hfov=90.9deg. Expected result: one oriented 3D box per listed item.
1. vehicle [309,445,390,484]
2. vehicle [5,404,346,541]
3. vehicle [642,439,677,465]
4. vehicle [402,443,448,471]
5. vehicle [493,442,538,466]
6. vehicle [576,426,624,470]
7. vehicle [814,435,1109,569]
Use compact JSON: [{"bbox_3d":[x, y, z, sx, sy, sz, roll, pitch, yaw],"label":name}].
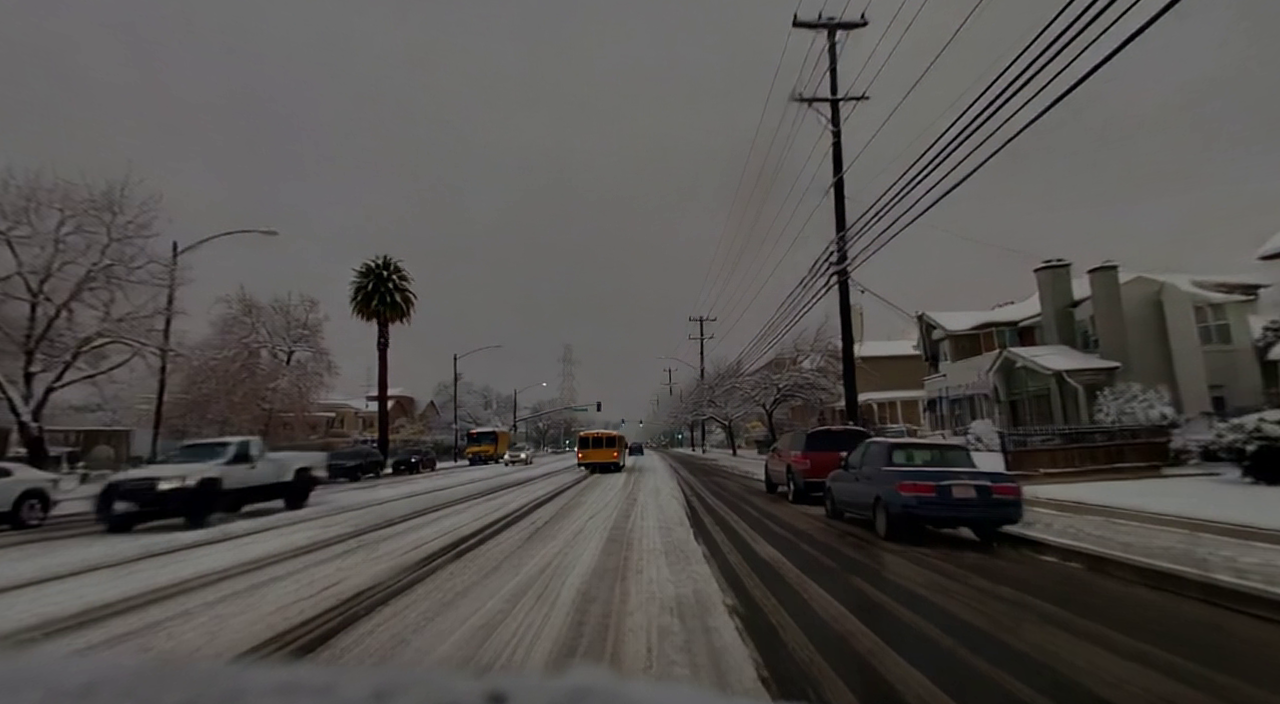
[{"bbox_3d":[-15.291,5.904,33.495,1.993,1.639,5.065,-6,-8,-1],"label":"vehicle"},{"bbox_3d":[-8.586,2.296,12.743,2.653,1.964,5.699,-3,-8,-1],"label":"vehicle"},{"bbox_3d":[1.175,6.141,38.956,2.063,1.495,3.849,0,-8,2],"label":"vehicle"},{"bbox_3d":[-15.280,7.458,44.986,1.888,1.766,4.127,-5,-8,-1],"label":"vehicle"},{"bbox_3d":[-8.509,6.952,43.352,2.096,1.552,4.714,0,-8,0],"label":"vehicle"},{"bbox_3d":[-1.937,4.844,31.972,2.168,2.040,4.527,0,-8,-1],"label":"vehicle"},{"bbox_3d":[4.215,1.999,9.378,1.838,1.458,4.750,0,-8,-1],"label":"vehicle"}]
